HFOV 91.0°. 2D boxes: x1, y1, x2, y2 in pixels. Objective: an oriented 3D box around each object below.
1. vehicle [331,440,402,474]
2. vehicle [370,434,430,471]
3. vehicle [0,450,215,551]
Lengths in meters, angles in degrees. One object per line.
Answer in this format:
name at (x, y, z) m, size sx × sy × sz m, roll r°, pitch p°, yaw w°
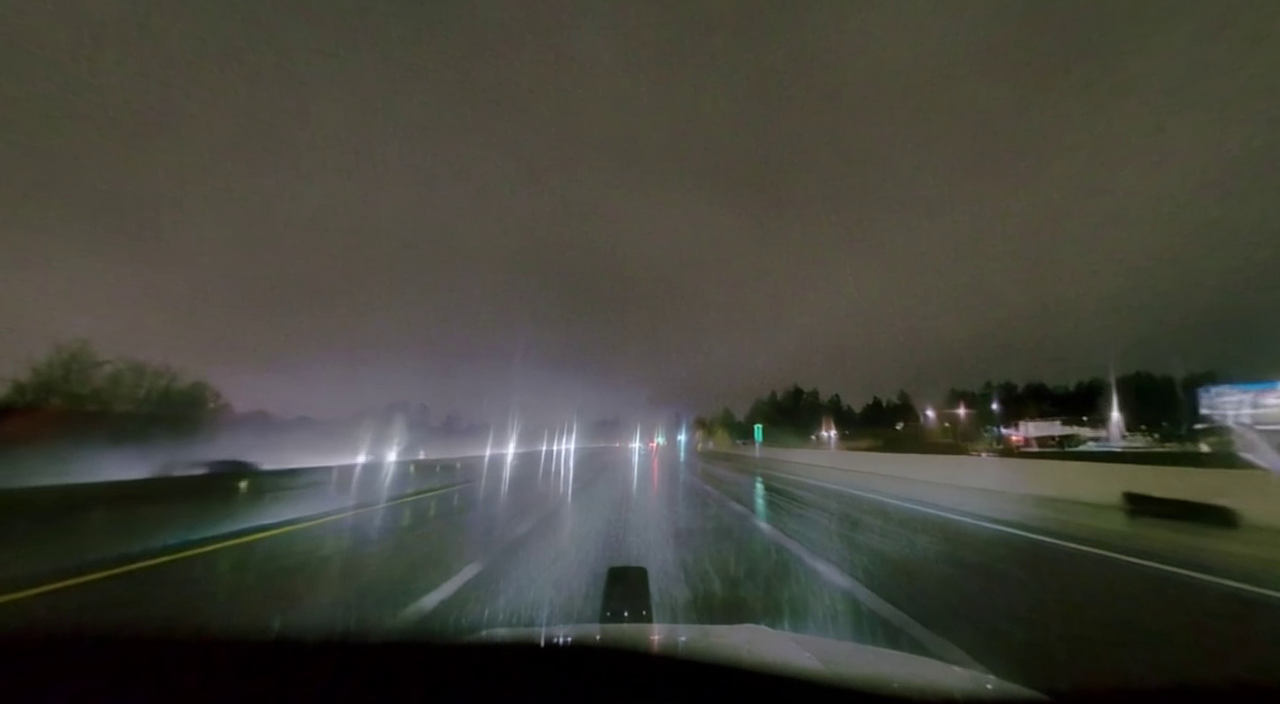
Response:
vehicle at (-18.739, 7.164, 43.378) m, size 2.403 × 2.187 × 5.419 m, roll 0°, pitch -8°, yaw 0°
vehicle at (-18.823, 7.876, 49.672) m, size 2.424 × 2.756 × 5.523 m, roll 0°, pitch -8°, yaw 1°
vehicle at (-10.477, 2.631, 11.888) m, size 1.934 × 1.497 × 4.181 m, roll 0°, pitch -8°, yaw 0°
